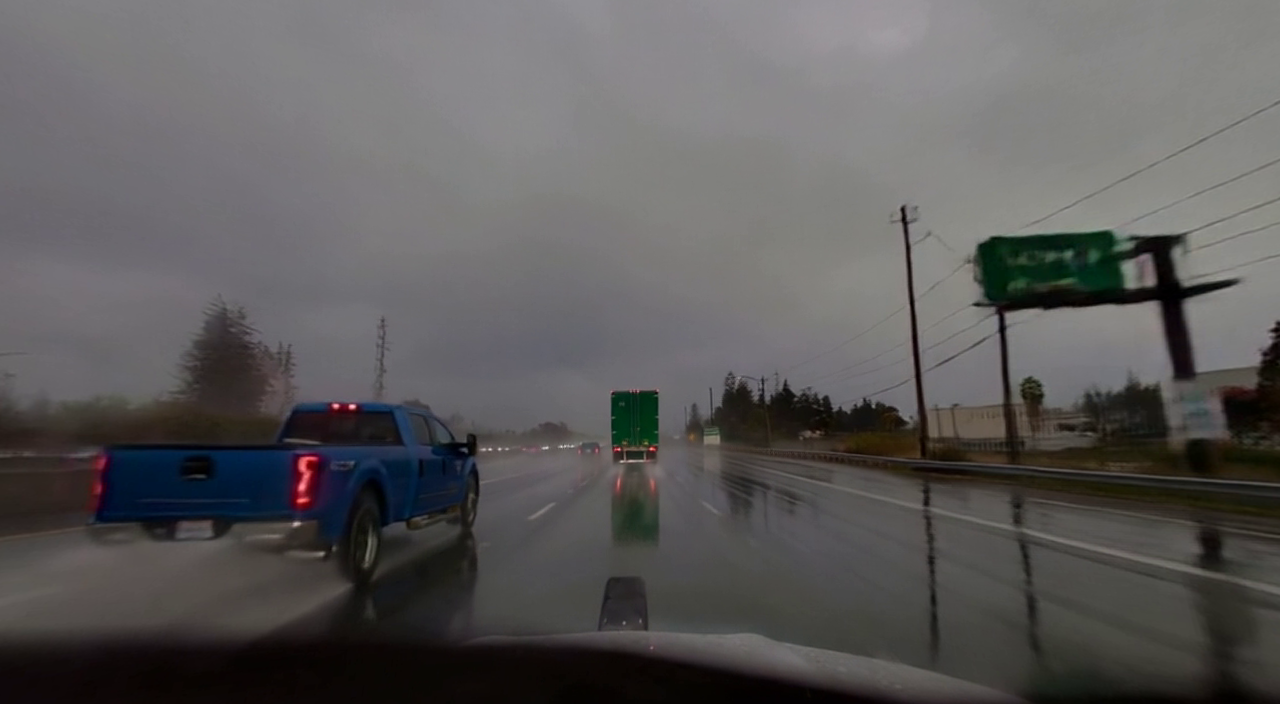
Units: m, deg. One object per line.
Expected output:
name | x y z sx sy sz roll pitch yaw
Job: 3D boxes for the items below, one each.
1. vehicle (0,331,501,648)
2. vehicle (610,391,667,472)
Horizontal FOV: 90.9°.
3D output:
vehicle | -3.798 1.384 7.579 2.749 2.141 6.515 0 -8 0
vehicle | -0.101 4.997 38.736 2.879 4.085 13.125 0 -8 0
